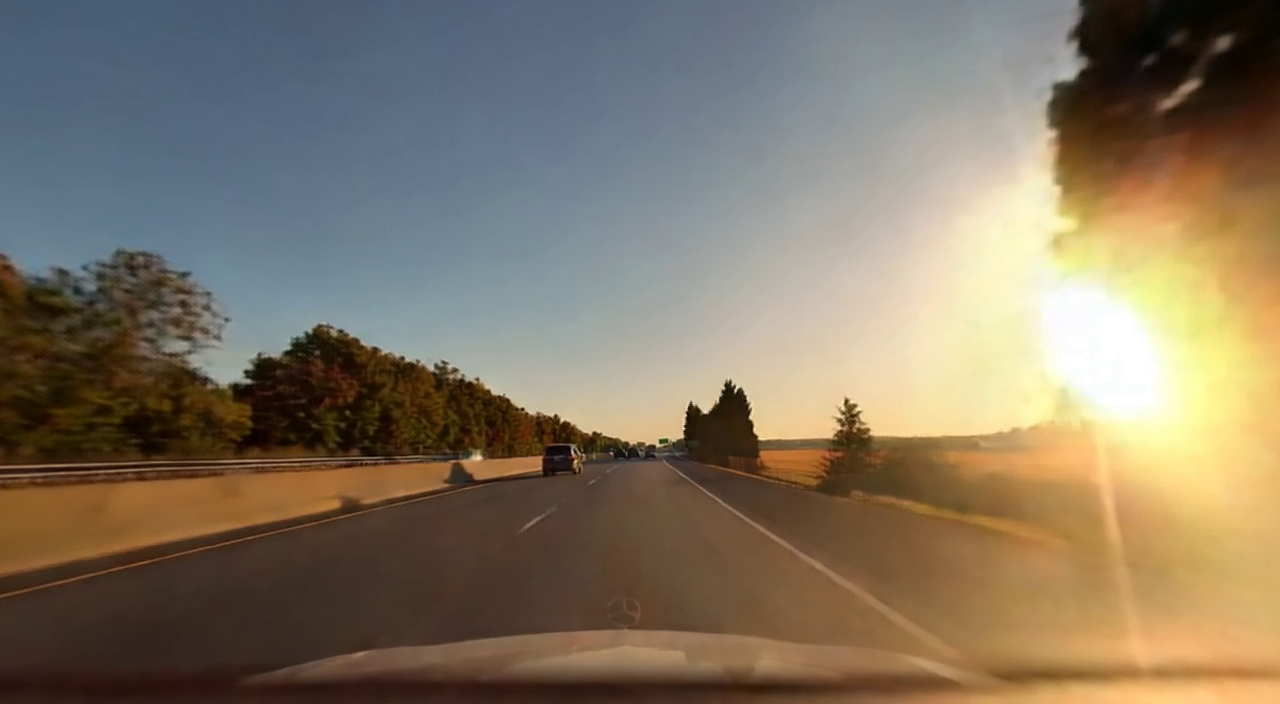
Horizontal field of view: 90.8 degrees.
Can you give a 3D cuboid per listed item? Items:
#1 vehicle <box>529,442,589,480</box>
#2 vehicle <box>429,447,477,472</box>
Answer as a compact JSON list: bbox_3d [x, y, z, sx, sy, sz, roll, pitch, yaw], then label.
[{"bbox_3d":[-3.863,5.295,30.908,2.188,1.692,4.623,0,-9,1],"label":"vehicle"},{"bbox_3d":[-11.693,6.743,39.706,1.801,1.459,3.745,0,-9,2],"label":"vehicle"}]
